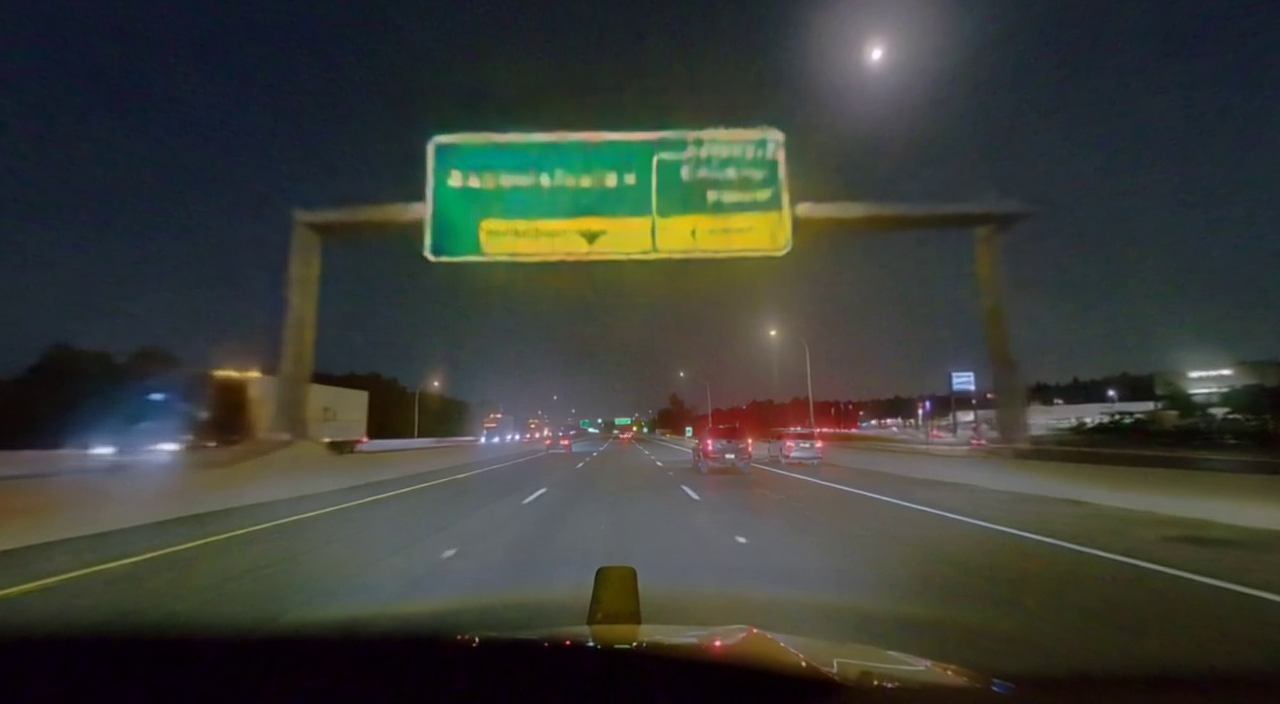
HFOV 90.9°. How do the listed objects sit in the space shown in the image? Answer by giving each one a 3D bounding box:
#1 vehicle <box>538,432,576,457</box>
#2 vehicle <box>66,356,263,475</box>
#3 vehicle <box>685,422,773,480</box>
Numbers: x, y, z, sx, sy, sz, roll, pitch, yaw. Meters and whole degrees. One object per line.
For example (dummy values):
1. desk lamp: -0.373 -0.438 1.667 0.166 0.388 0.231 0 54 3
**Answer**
1. vehicle: -5.291 5.952 40.702 1.996 1.518 4.229 0 -8 -2
2. vehicle: -17.713 2.515 24.115 2.971 4.001 5.802 0 -8 -3
3. vehicle: 2.701 3.141 20.226 2.022 1.637 4.229 0 -8 -3
